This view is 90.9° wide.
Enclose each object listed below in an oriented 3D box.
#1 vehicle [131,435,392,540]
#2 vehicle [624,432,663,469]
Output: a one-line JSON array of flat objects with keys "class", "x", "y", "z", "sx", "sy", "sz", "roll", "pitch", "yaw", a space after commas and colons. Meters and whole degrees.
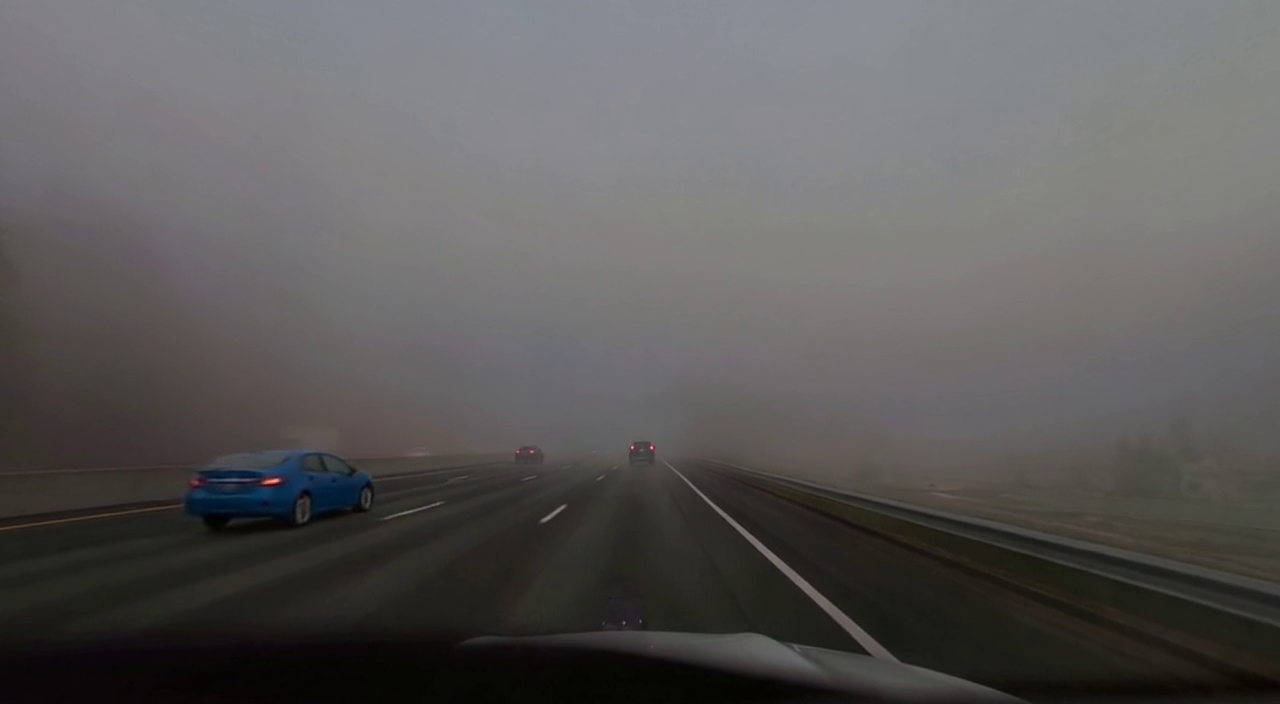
[{"class": "vehicle", "x": -6.603, "y": 2.377, "z": 11.788, "sx": 2.116, "sy": 1.570, "sz": 4.377, "roll": 0, "pitch": -8, "yaw": 1}, {"class": "vehicle", "x": 0.218, "y": 6.221, "z": 39.905, "sx": 2.318, "sy": 2.145, "sz": 4.561, "roll": 0, "pitch": -8, "yaw": 0}]
